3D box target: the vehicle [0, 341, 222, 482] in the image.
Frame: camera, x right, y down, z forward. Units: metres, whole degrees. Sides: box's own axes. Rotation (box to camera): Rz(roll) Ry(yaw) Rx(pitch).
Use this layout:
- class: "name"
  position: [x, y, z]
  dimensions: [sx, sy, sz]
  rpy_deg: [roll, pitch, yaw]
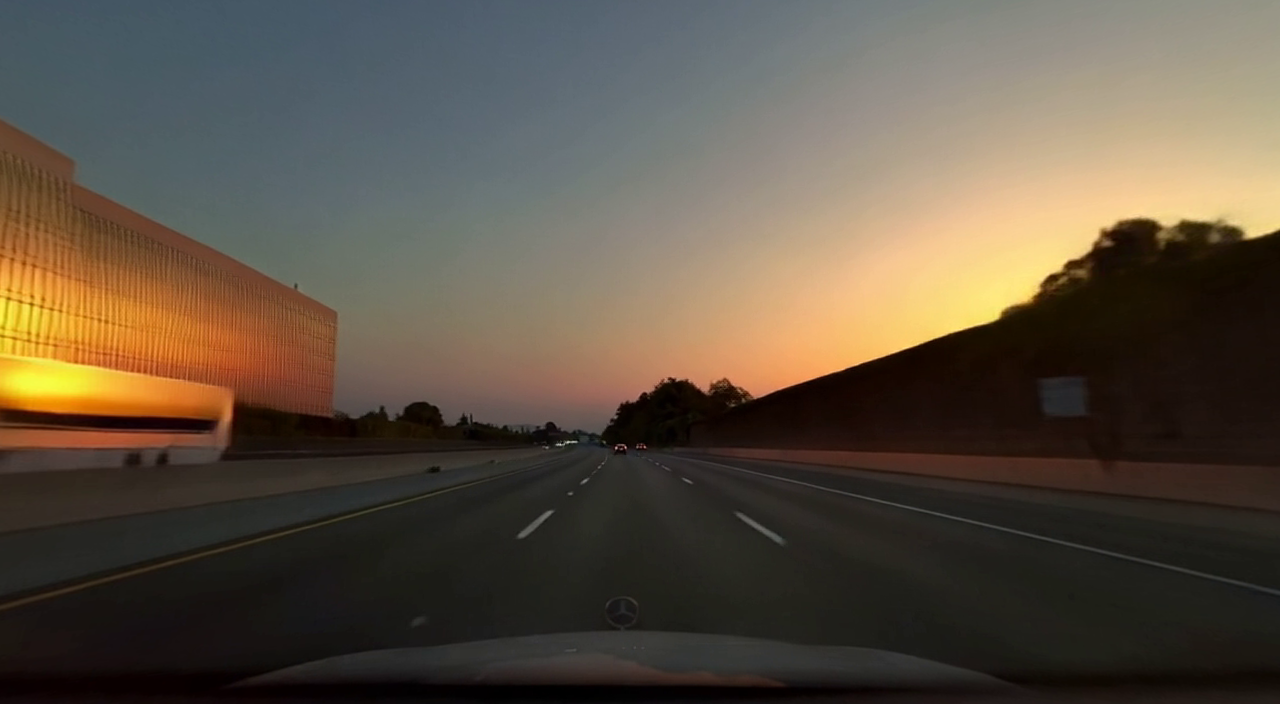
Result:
- class: "vehicle"
  position: [-20.329, 2.221, 21.344]
  dimensions: [2.933, 4.082, 13.910]
  rpy_deg: [0, -9, -2]
